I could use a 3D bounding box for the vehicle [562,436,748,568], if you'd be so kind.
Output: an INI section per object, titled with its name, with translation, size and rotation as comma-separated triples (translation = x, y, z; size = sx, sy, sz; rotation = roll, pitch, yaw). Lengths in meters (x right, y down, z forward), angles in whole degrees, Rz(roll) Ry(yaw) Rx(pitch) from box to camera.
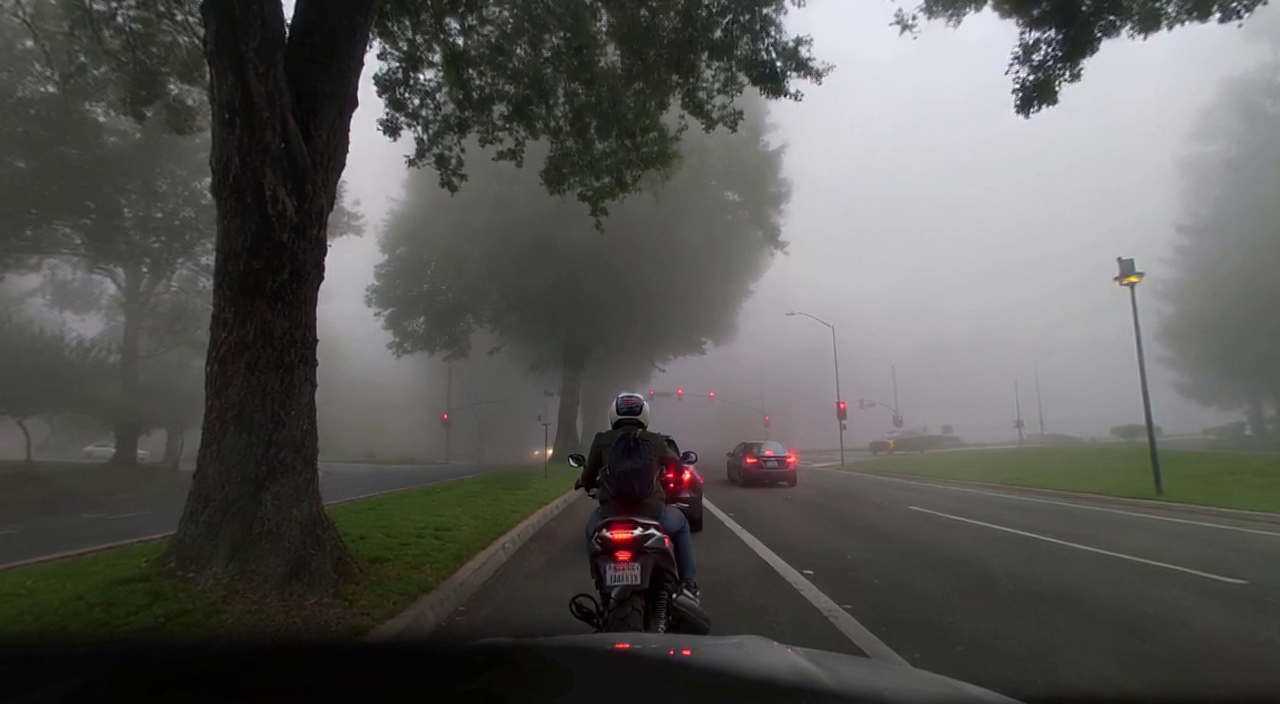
[vehicle]
translation = 0.127, 2.022, 9.406
size = 2.093, 1.450, 4.437
rotation = 0, -8, -1
